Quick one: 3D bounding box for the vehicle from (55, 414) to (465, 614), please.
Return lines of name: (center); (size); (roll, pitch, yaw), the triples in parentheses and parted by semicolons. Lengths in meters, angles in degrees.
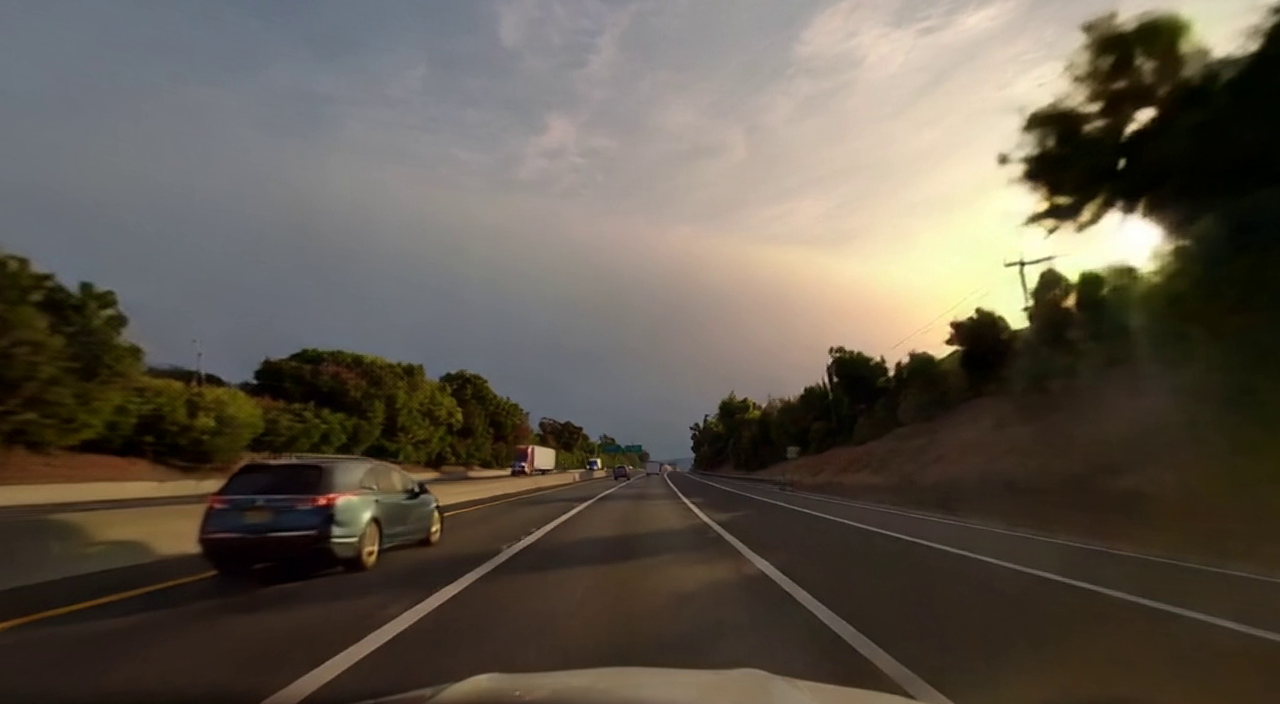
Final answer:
vehicle: (-3.908, 1.812, 7.797); (2.053, 1.657, 4.725); (1, -10, 0)
